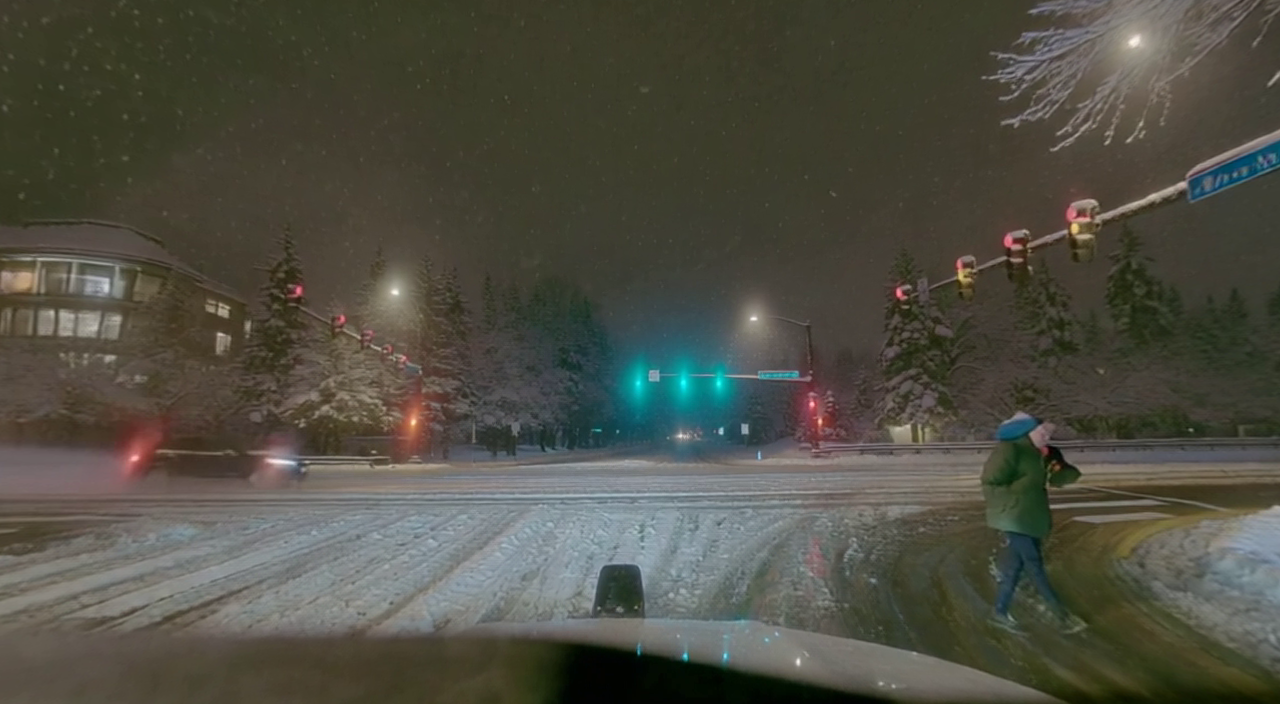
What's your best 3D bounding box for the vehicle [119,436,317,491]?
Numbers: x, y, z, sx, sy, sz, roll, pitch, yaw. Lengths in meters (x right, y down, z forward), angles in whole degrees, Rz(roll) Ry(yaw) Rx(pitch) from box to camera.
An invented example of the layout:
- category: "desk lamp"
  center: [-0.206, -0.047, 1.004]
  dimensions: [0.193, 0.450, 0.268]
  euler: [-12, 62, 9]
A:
- category: "vehicle"
  center: [-12.382, 3.283, 18.770]
  dimensions: [4.502, 1.512, 1.917]
  euler: [0, -9, 0]
